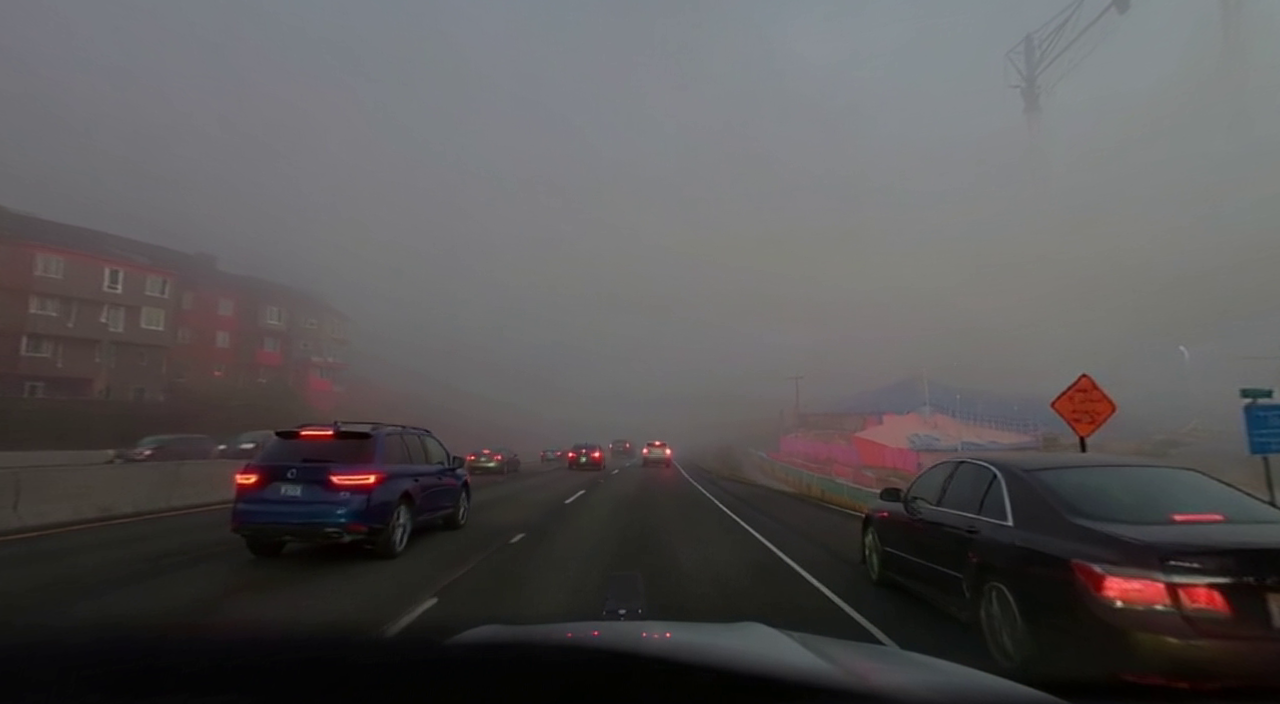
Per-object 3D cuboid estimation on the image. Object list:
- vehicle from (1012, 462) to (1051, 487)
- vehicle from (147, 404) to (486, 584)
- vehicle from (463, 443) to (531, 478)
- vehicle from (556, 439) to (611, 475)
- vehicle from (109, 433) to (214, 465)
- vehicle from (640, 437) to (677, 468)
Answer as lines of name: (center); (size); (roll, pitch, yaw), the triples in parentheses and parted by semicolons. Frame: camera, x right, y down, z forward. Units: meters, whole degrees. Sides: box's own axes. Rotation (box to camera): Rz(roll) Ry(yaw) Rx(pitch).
vehicle: (28.063, 8.749, 45.219); (1.873, 1.547, 4.240); (-4, -9, 25)
vehicle: (-3.689, 1.699, 8.369); (2.045, 1.710, 4.382); (0, -8, 2)
vehicle: (-6.583, 5.024, 29.507); (1.959, 1.486, 4.460); (0, -8, 2)
vehicle: (-2.755, 5.271, 31.806); (2.109, 1.657, 4.554); (0, -8, 4)
vehicle: (-26.516, 5.396, 35.169); (1.878, 1.670, 4.803); (0, -8, 3)
vehicle: (1.126, 6.209, 38.934); (2.116, 1.763, 4.352); (0, -8, 1)
